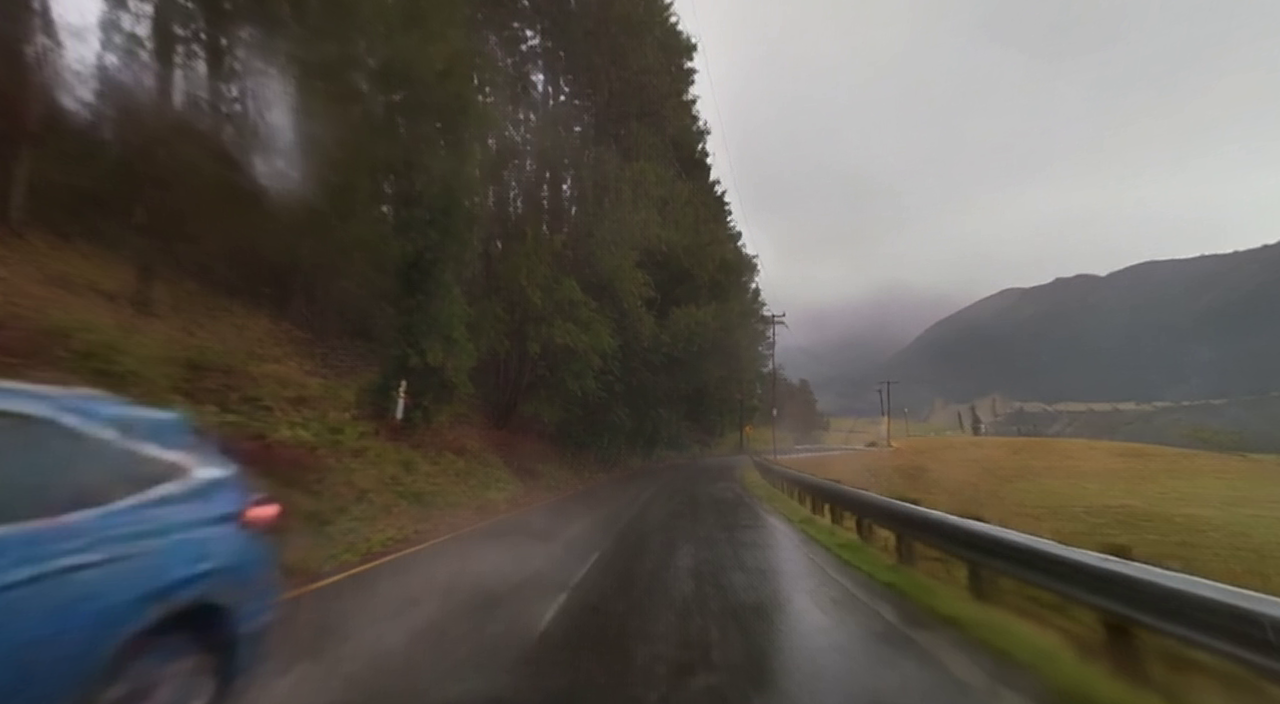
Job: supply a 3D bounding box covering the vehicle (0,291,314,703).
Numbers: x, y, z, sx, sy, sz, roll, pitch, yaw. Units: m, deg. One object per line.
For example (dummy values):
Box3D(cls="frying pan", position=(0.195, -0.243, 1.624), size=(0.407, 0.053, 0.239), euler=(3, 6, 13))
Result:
Box3D(cls="vehicle", position=(-2.810, 0.605, 0.653), size=(2.251, 1.799, 4.776), euler=(0, -9, 2))
